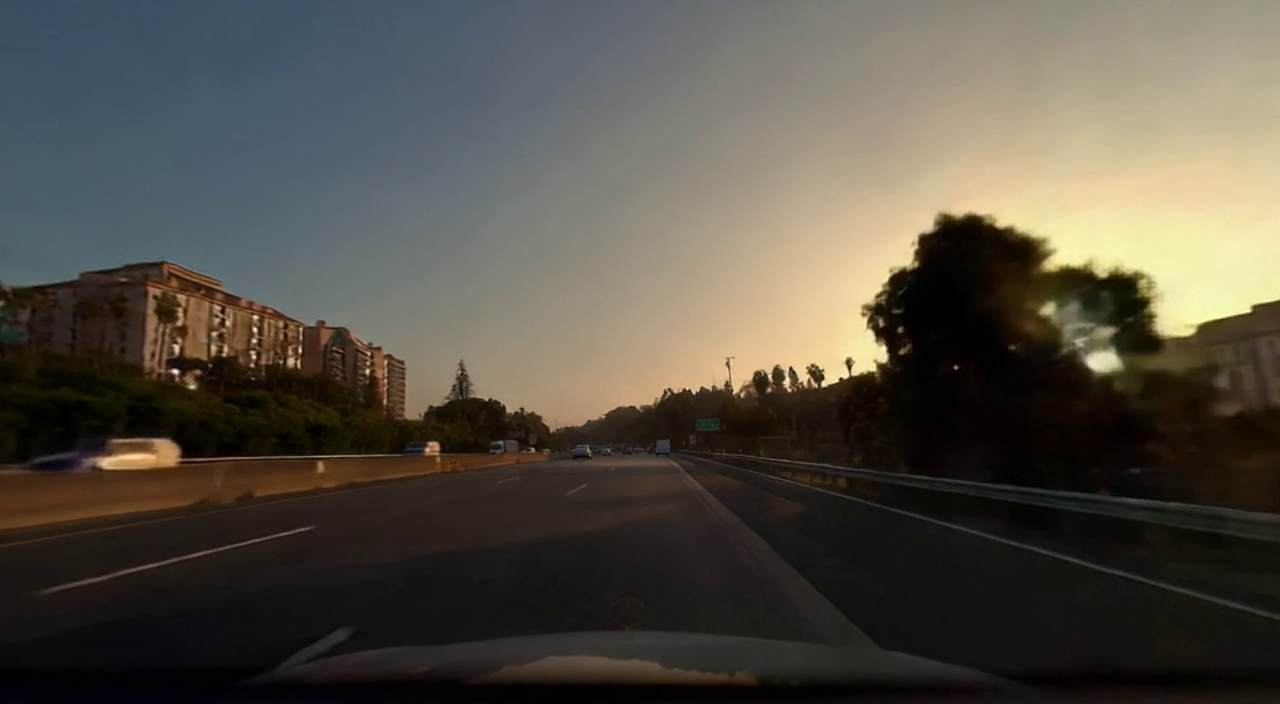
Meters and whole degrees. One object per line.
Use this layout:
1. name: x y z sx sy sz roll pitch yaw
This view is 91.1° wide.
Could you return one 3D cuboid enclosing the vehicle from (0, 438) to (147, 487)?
1. vehicle: -27.046 5.147 29.790 2.351 2.059 5.907 -1 -8 2
